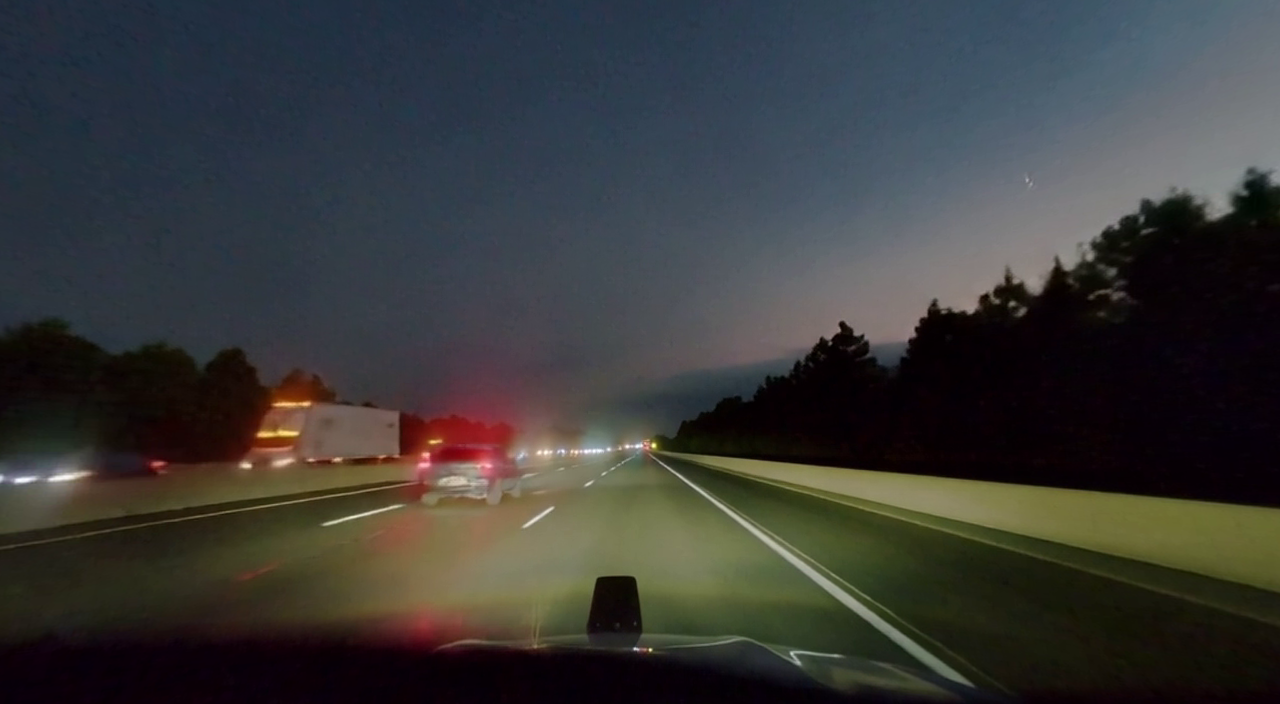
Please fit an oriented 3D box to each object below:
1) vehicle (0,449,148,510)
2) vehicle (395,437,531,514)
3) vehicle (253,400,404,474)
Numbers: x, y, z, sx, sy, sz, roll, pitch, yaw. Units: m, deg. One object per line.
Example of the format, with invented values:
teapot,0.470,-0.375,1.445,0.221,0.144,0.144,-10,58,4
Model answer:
vehicle,-16.560,3.502,17.730,1.907,1.503,4.063,0,-9,1
vehicle,-3.870,2.761,14.473,1.933,1.497,3.973,0,-9,1
vehicle,-19.687,5.705,41.336,2.892,4.074,13.567,0,-9,0
